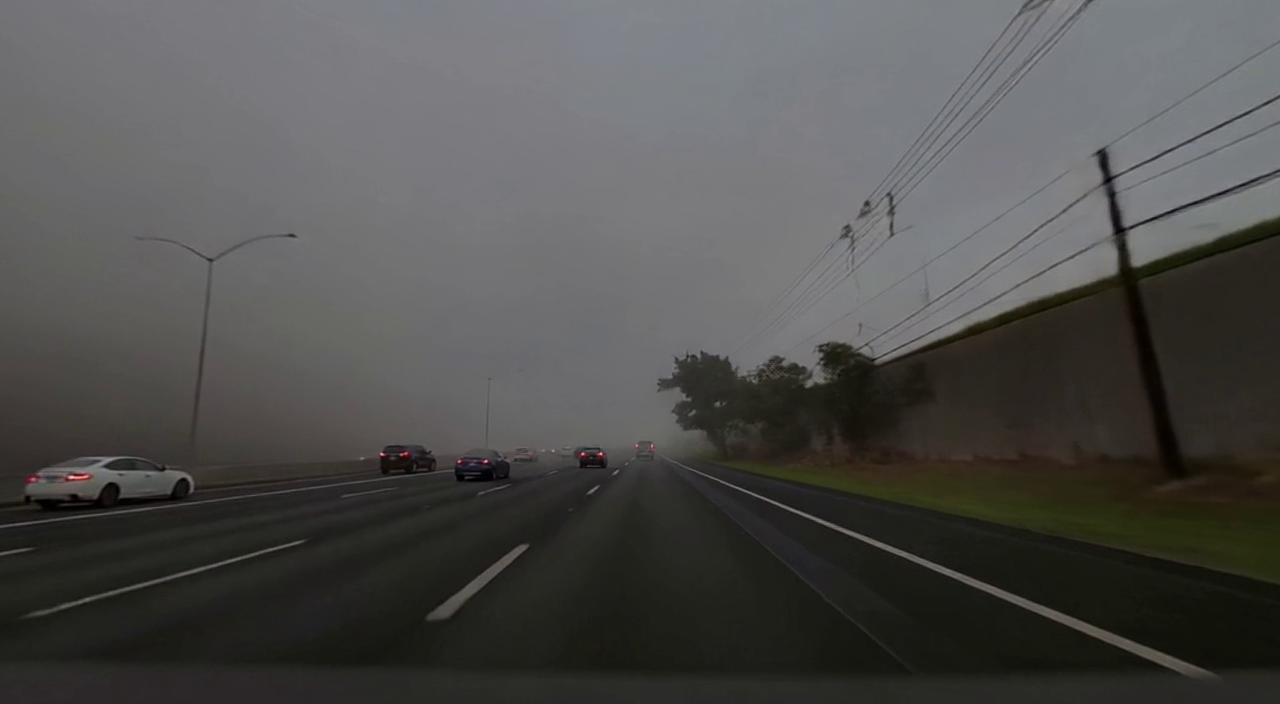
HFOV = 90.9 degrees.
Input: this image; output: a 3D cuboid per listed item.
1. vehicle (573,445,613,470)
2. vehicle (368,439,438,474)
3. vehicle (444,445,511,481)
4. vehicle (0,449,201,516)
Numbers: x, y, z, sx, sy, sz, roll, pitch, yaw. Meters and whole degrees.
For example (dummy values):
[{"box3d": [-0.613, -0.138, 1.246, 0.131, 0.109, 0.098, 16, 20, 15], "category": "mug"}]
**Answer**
[{"box3d": [-2.847, 6.488, 39.047, 2.064, 1.446, 4.409, 0, -9, 0], "category": "vehicle"}, {"box3d": [-14.389, 6.377, 38.666, 2.172, 1.946, 5.017, 0, -9, 1], "category": "vehicle"}, {"box3d": [-7.352, 5.038, 28.903, 1.899, 1.472, 4.202, 0, -9, 1], "category": "vehicle"}, {"box3d": [-14.363, 3.333, 16.726, 1.885, 1.474, 4.849, 0, -9, 1], "category": "vehicle"}]
